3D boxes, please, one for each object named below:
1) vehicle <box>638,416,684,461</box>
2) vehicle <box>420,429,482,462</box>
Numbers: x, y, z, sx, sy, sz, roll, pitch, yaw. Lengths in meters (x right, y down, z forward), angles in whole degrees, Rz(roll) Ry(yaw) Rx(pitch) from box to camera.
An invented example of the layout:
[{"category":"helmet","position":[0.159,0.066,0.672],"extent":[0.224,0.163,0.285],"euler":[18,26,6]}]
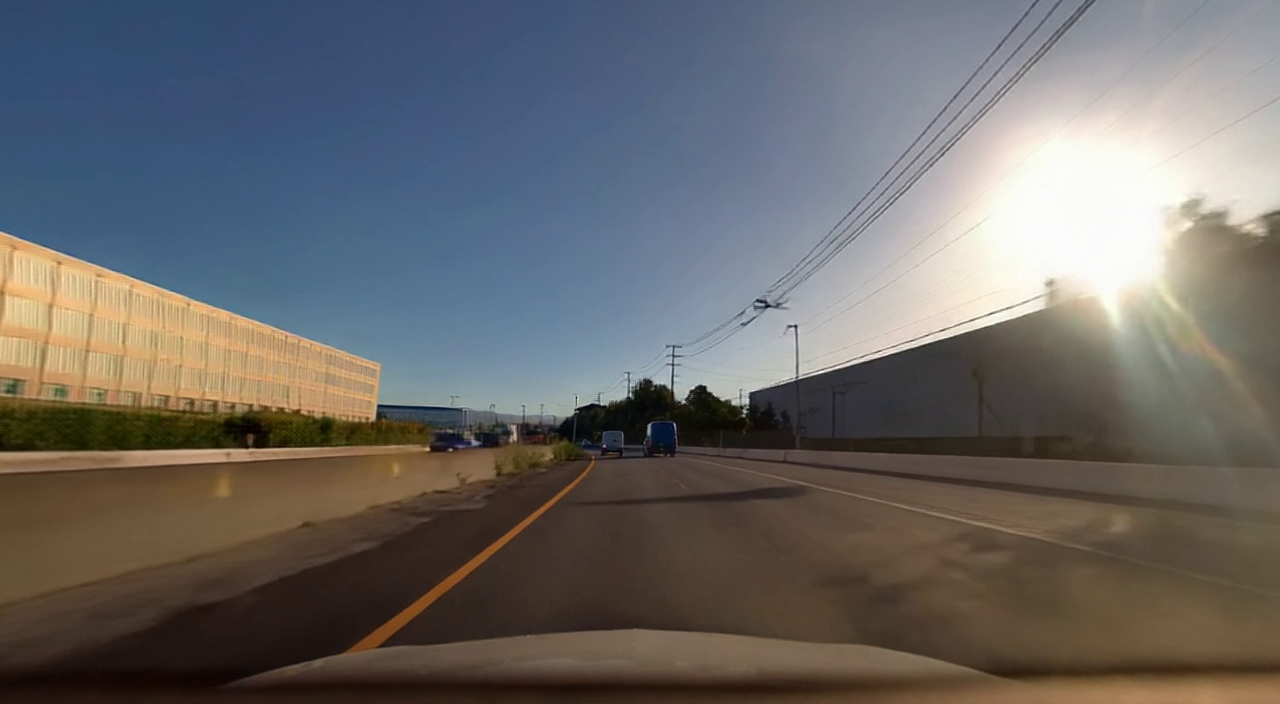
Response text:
[{"category":"vehicle","position":[1.466,6.661,48.297],"extent":[2.713,3.140,6.640],"euler":[0,-8,-5]},{"category":"vehicle","position":[-9.522,4.756,32.083],"extent":[1.952,1.508,4.321],"euler":[0,-8,-2]}]
